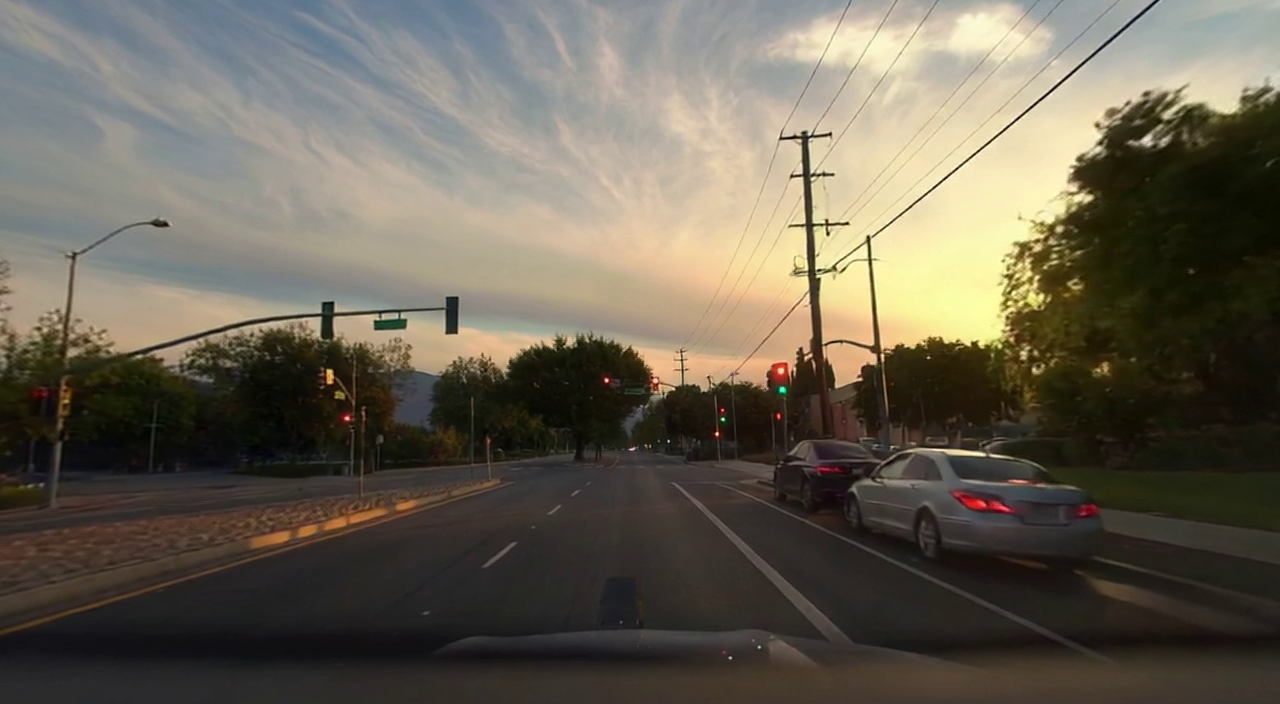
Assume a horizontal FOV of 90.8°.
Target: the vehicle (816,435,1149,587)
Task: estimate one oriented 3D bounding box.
[{"bbox_3d":[3.955,1.895,8.446,1.833,1.444,4.589,0,-9,-1],"label":"vehicle"}]
